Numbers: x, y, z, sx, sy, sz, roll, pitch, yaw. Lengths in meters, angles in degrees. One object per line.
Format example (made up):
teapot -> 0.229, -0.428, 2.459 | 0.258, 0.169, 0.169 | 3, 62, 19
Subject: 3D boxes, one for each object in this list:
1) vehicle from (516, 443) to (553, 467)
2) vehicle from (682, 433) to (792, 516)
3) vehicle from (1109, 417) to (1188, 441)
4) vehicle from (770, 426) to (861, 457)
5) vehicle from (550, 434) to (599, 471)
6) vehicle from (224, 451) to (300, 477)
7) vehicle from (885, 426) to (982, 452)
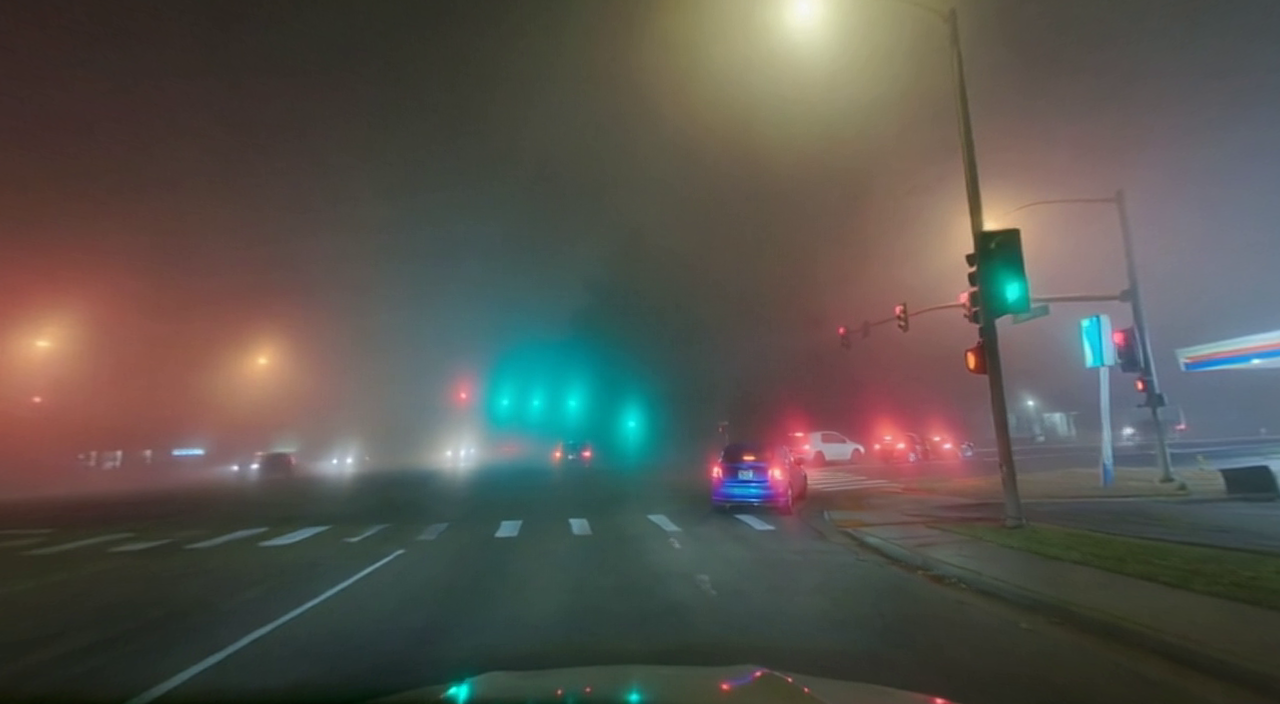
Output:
vehicle -> -7.051, 6.878, 42.484 | 2.003, 1.492, 4.291 | 0, -8, -4
vehicle -> 2.248, 2.548, 13.721 | 1.976, 1.462, 4.342 | -2, -9, 13
vehicle -> 34.991, 5.330, 43.513 | 3.923, 1.619, 1.817 | 1, -8, -5
vehicle -> 9.898, 5.058, 35.773 | 4.524, 1.681, 1.823 | 1, -9, -6
vehicle -> -3.196, 4.971, 31.460 | 2.210, 1.722, 4.215 | 0, -8, -4
vehicle -> -25.730, 7.625, 43.211 | 2.376, 1.616, 4.587 | 0, -9, -1
vehicle -> 16.738, 4.974, 36.162 | 4.700, 1.417, 1.789 | 0, -8, -4
